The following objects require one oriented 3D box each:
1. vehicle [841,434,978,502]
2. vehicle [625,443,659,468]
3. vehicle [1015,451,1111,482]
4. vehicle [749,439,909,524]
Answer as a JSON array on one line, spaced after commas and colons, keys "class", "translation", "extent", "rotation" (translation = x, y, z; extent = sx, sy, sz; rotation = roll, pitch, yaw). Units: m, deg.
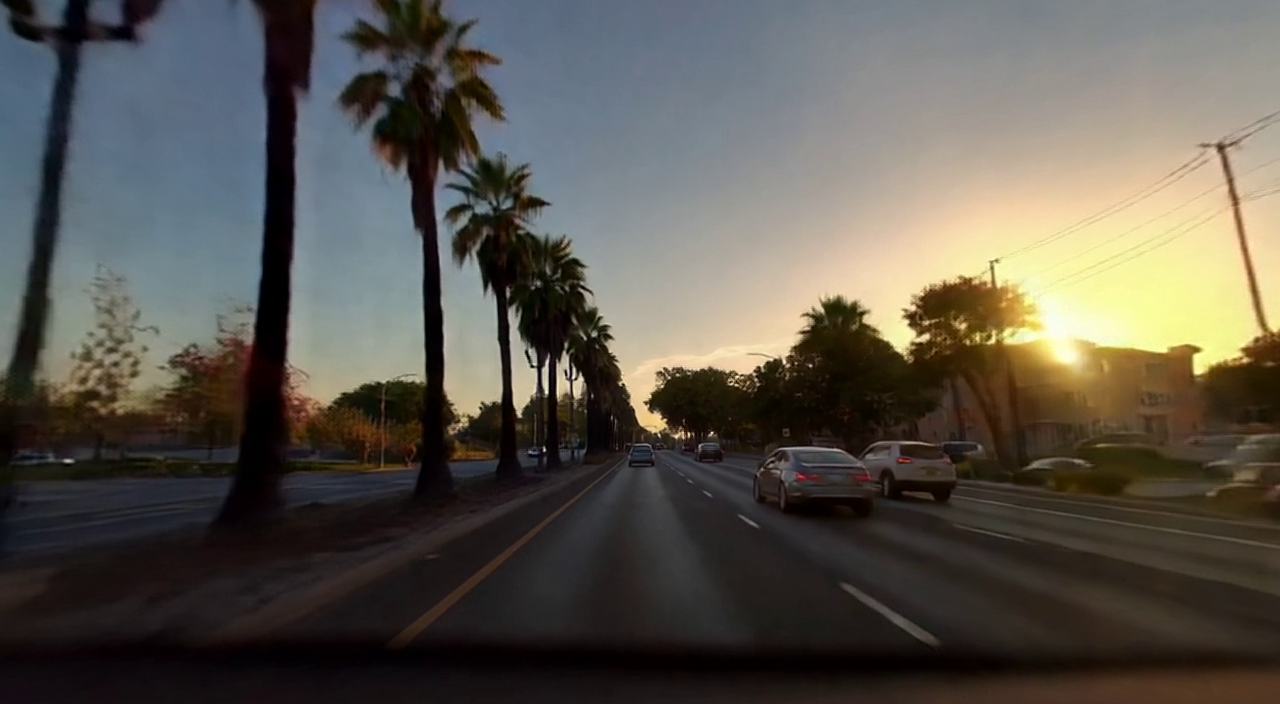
[{"class": "vehicle", "translation": [7.397, 3.211, 17.919], "extent": [1.916, 1.646, 4.258], "rotation": [1, -8, -1]}, {"class": "vehicle", "translation": [0.105, 6.506, 39.807], "extent": [2.031, 1.444, 4.361], "rotation": [1, -8, -1]}, {"class": "vehicle", "translation": [21.672, 5.846, 32.592], "extent": [1.854, 1.411, 4.490], "rotation": [0, -8, 0]}, {"class": "vehicle", "translation": [3.693, 2.603, 13.313], "extent": [1.875, 1.452, 4.453], "rotation": [1, -8, -2]}]
